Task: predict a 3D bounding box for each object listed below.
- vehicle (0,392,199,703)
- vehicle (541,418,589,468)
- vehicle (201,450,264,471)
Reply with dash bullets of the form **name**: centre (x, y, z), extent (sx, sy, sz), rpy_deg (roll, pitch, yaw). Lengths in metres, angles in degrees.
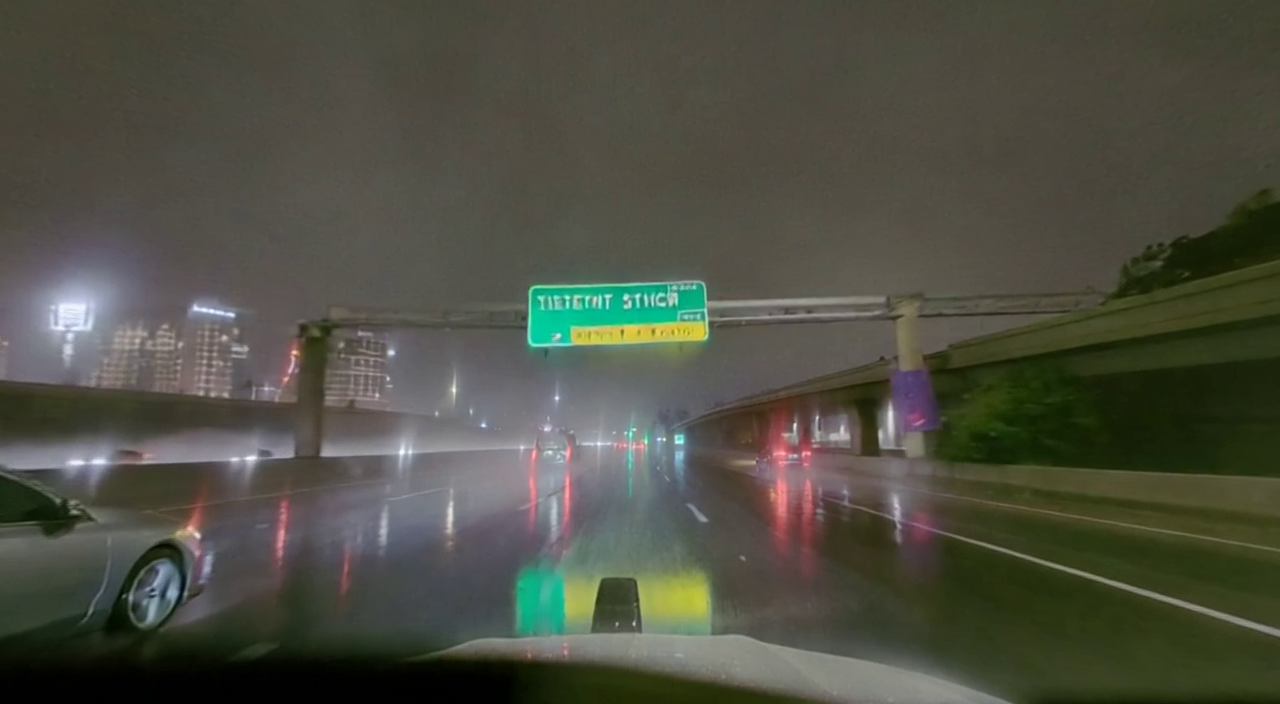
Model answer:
- **vehicle**: centre (-4.082, 0.825, 2.028), extent (2.025, 1.556, 4.594), rpy_deg (0, -8, -1)
- **vehicle**: centre (-4.684, 5.868, 40.648), extent (2.364, 2.953, 6.732), rpy_deg (0, -8, -1)
- **vehicle**: centre (-30.739, 8.157, 47.792), extent (1.829, 1.435, 4.486), rpy_deg (0, -8, -1)
